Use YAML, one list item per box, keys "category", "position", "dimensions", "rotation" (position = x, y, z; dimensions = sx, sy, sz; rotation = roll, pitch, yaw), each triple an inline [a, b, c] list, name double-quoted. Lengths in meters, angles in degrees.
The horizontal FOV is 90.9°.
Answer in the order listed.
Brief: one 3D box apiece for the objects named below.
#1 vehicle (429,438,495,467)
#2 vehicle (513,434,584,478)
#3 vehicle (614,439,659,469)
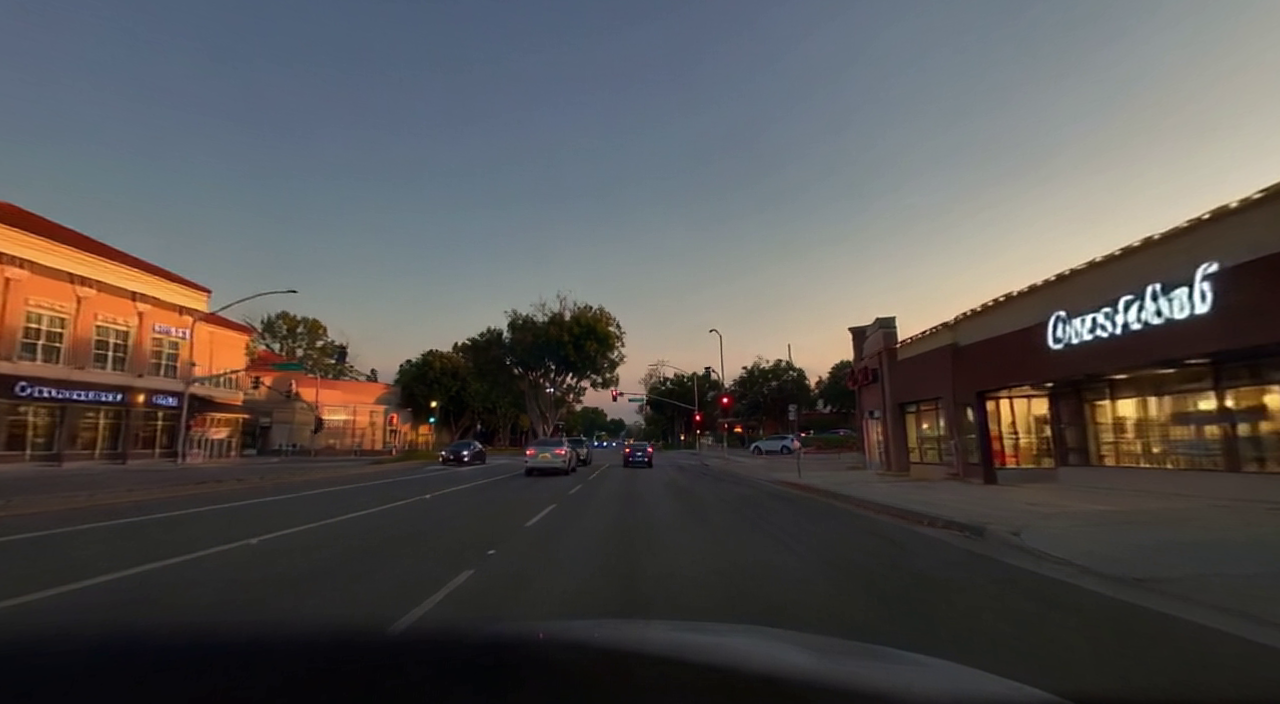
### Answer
- category: "vehicle"
  position: [-9.733, 5.542, 34.891]
  dimensions: [2.096, 1.474, 4.585]
  rotation: [-1, -8, 3]
- category: "vehicle"
  position: [-3.414, 3.997, 24.461]
  dimensions: [2.029, 1.517, 4.375]
  rotation: [0, -8, 1]
- category: "vehicle"
  position: [-0.135, 5.457, 34.070]
  dimensions: [2.258, 1.507, 3.896]
  rotation: [-1, -8, 2]
